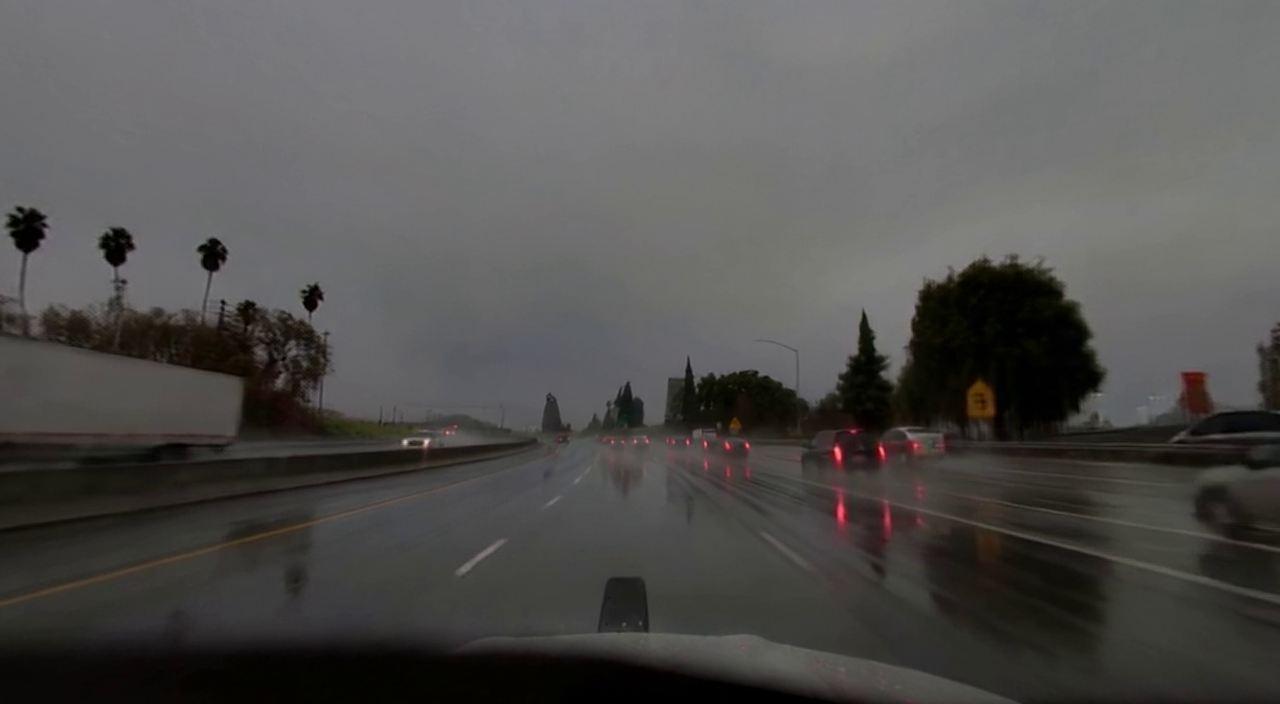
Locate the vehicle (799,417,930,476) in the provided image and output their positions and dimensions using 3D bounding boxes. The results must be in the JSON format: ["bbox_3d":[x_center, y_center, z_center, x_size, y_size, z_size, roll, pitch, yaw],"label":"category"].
[{"bbox_3d":[8.479,3.692,24.811,2.622,1.977,6.537,0,-8,-1],"label":"vehicle"}]

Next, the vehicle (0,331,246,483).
[{"bbox_3d":[-19.317,1.942,20.304,2.881,4.181,16.486,0,-8,-1],"label":"vehicle"}]

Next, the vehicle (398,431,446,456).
[{"bbox_3d":[-15.905,6.693,46.293,2.019,1.712,4.612,0,-8,-2],"label":"vehicle"}]

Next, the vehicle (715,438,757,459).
[{"bbox_3d":[6.988,7.080,46.275,2.110,1.481,4.511,0,-8,-4],"label":"vehicle"}]
